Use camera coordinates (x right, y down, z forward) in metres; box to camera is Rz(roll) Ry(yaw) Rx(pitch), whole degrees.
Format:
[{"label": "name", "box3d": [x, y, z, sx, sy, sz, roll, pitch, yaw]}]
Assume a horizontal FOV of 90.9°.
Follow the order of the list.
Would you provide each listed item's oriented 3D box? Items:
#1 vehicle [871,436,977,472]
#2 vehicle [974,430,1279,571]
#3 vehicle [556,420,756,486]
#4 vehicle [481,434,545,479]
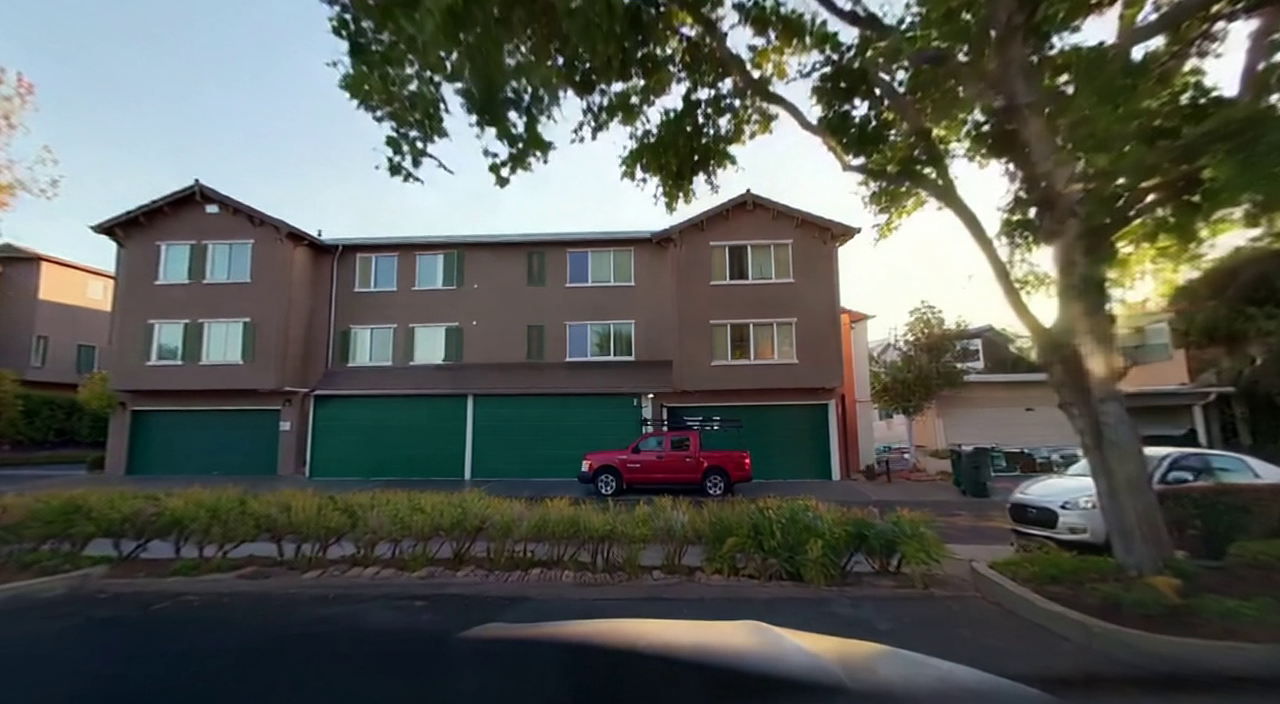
[{"label": "vehicle", "box3d": [14.518, 5.231, 32.444, 4.383, 1.784, 2.211, 0, -8, 0]}, {"label": "vehicle", "box3d": [7.535, 2.036, 9.307, 4.074, 1.617, 2.112, 0, -4, -8]}, {"label": "vehicle", "box3d": [0.446, 2.997, 18.856, 5.600, 1.835, 2.161, 0, -8, -1]}, {"label": "vehicle", "box3d": [-5.358, 4.406, 27.057, 1.869, 1.460, 3.826, -3, -4, 1]}]
